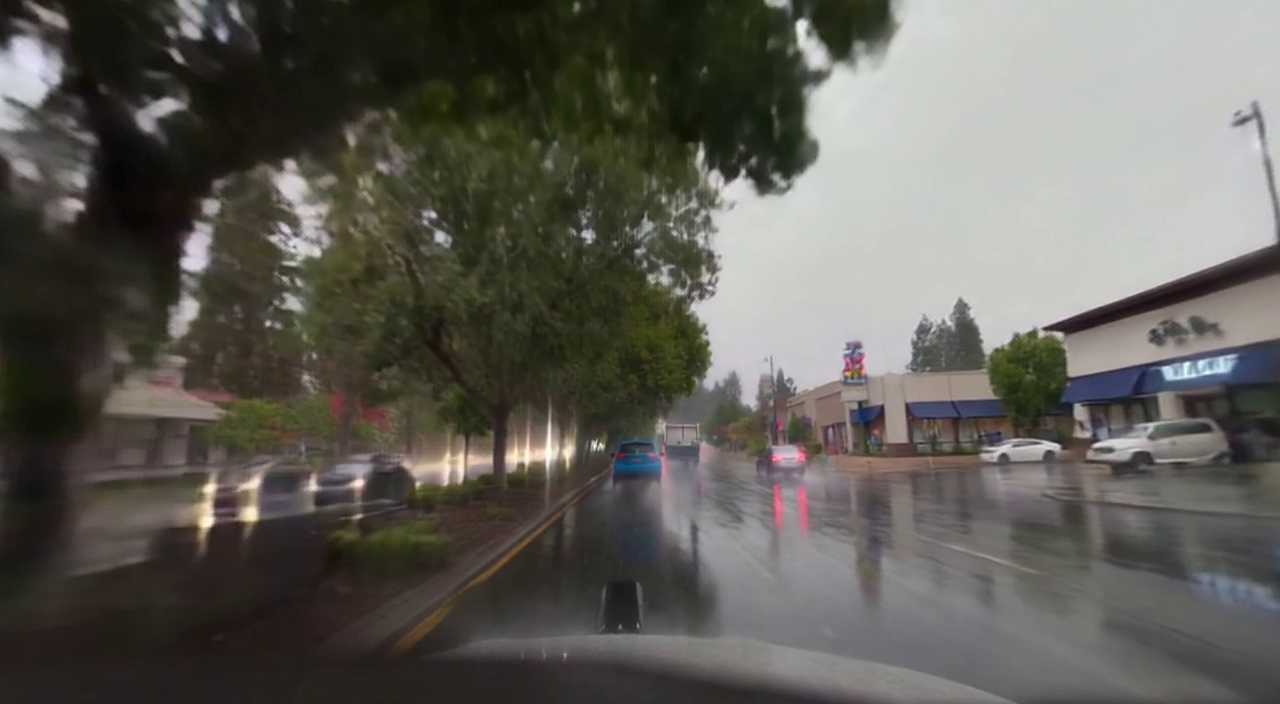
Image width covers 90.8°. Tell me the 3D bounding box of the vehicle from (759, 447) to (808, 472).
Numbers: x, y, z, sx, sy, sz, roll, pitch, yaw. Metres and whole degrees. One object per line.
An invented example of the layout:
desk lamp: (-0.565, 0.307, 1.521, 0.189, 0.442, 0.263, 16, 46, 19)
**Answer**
vehicle: (9.127, 6.870, 40.557, 2.045, 1.484, 4.342, 0, -9, -2)

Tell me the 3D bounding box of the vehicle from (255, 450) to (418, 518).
vehicle: (-7.750, 3.368, 16.777, 1.948, 1.508, 4.749, 0, -9, 0)

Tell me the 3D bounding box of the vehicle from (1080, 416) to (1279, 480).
vehicle: (19.711, 3.461, 22.808, 5.677, 2.171, 2.393, 0, -9, 4)

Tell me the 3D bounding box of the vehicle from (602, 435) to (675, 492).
vehicle: (-0.083, 3.809, 21.934, 2.266, 1.762, 4.131, 0, -9, -1)

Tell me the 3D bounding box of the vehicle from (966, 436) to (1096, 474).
vehicle: (19.485, 5.133, 31.634, 4.932, 1.514, 2.327, -3, -8, -5)
